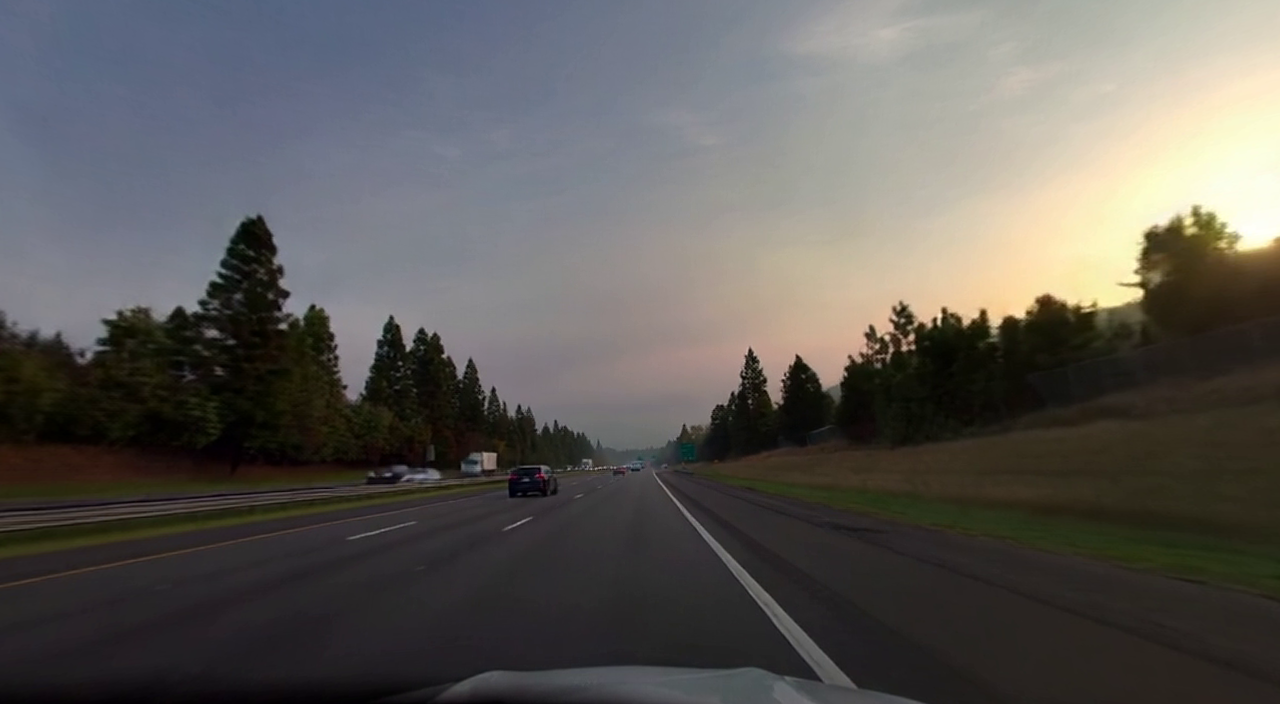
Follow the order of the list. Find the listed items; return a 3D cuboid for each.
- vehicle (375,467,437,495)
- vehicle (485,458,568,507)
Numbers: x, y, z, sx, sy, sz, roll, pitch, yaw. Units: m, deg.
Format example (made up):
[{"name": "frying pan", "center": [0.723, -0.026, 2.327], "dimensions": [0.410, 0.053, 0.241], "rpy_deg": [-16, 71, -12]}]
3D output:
[{"name": "vehicle", "center": [-12.984, 7.185, 35.244], "dimensions": [1.789, 1.404, 4.089], "rpy_deg": [0, -10, 1]}, {"name": "vehicle", "center": [-3.841, 4.541, 22.143], "dimensions": [2.043, 1.486, 4.442], "rpy_deg": [0, -10, 1]}]
